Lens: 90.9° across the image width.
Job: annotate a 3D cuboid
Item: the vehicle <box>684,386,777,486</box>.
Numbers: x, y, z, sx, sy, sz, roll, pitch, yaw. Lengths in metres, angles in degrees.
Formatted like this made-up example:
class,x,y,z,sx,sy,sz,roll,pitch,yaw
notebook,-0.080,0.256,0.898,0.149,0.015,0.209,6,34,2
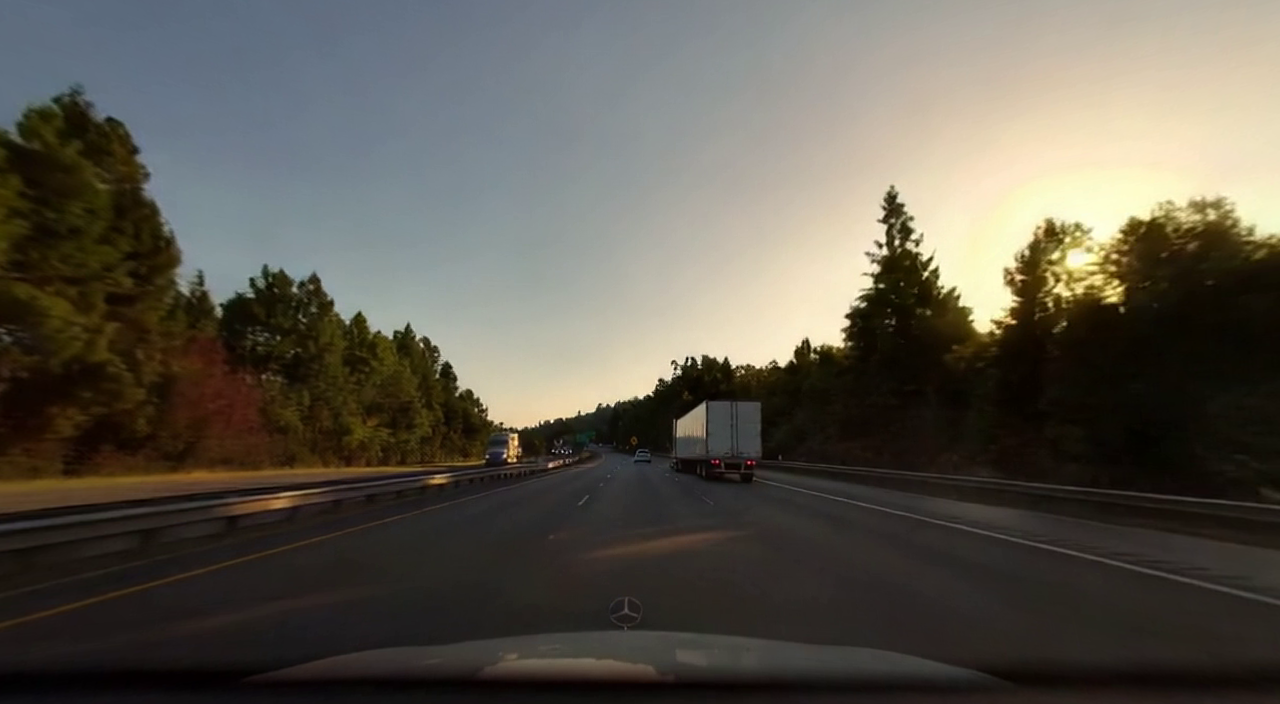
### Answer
class,x,y,z,sx,sy,sz,roll,pitch,yaw
vehicle,4.097,4.257,31.141,3.117,3.971,10.593,1,-9,1
